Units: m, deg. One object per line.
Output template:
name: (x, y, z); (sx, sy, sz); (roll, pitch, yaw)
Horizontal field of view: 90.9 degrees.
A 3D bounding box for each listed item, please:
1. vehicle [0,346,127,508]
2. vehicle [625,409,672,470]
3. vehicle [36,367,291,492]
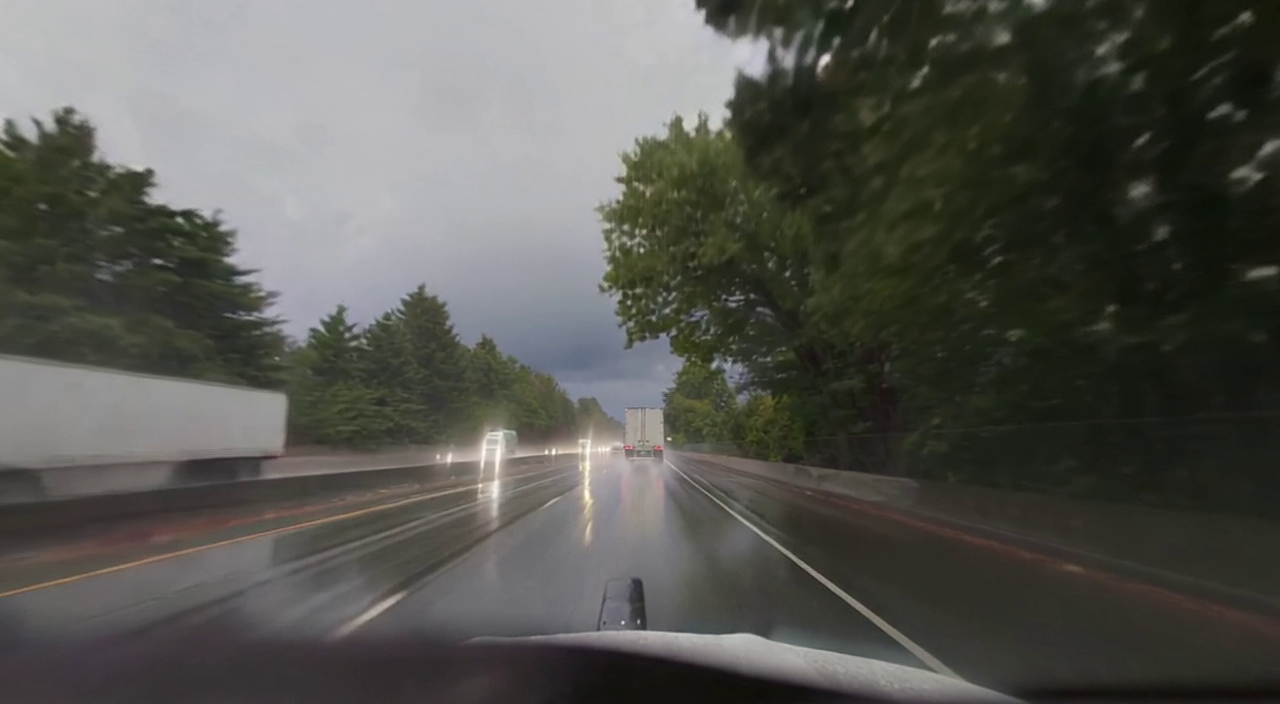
vehicle: (-16.836, 1.555, 13.590); (2.927, 3.858, 10.028); (0, -9, 0)
vehicle: (0.491, 6.526, 46.499); (3.024, 3.965, 10.399); (0, -9, -1)
vehicle: (-16.810, 2.974, 23.365); (2.876, 3.780, 8.158); (0, -9, 0)
